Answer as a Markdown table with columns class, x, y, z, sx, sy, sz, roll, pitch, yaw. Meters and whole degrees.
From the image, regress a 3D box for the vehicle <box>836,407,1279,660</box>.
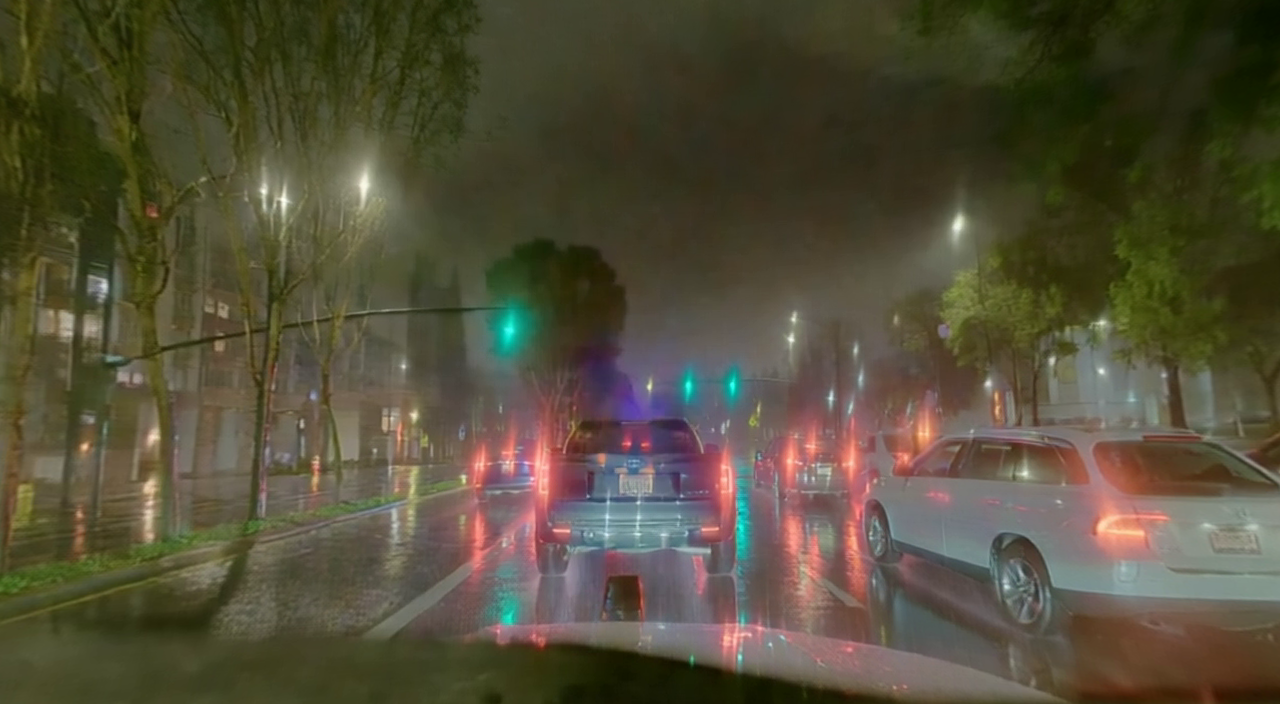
| class | x | y | z | sx | sy | sz | roll | pitch | yaw |
| --- | --- | --- | --- | --- | --- | --- | --- | --- | --- |
| vehicle | 3.653 | 1.408 | 6.074 | 1.995 | 1.483 | 4.533 | 0 | -8 | -1 |

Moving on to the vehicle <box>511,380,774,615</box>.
| class | x | y | z | sx | sy | sz | roll | pitch | yaw |
| --- | --- | --- | --- | --- | --- | --- | --- | --- | --- |
| vehicle | -0.028 | 1.459 | 7.259 | 2.038 | 1.819 | 4.505 | 0 | -8 | -1 |

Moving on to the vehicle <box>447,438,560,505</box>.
| class | x | y | z | sx | sy | sz | roll | pitch | yaw |
| --- | --- | --- | --- | --- | --- | --- | --- | --- | --- |
| vehicle | -3.301 | 2.978 | 16.206 | 1.913 | 1.464 | 4.276 | 0 | -8 | 0 |
